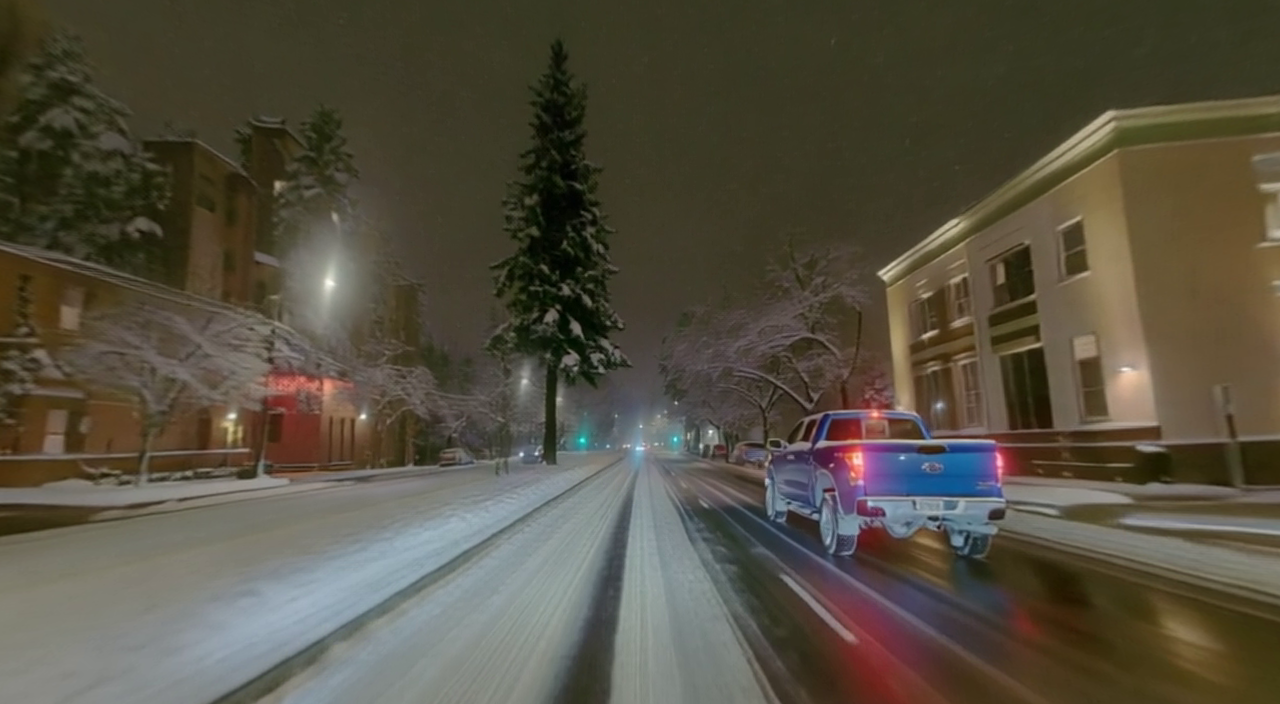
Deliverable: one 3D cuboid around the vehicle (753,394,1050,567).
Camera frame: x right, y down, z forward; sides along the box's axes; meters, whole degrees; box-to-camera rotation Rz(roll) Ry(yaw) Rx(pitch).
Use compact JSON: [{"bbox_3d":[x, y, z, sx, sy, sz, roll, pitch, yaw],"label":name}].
[{"bbox_3d":[3.280,1.770,9.462,2.085,1.828,5.383,0,-8,-1],"label":"vehicle"}]
